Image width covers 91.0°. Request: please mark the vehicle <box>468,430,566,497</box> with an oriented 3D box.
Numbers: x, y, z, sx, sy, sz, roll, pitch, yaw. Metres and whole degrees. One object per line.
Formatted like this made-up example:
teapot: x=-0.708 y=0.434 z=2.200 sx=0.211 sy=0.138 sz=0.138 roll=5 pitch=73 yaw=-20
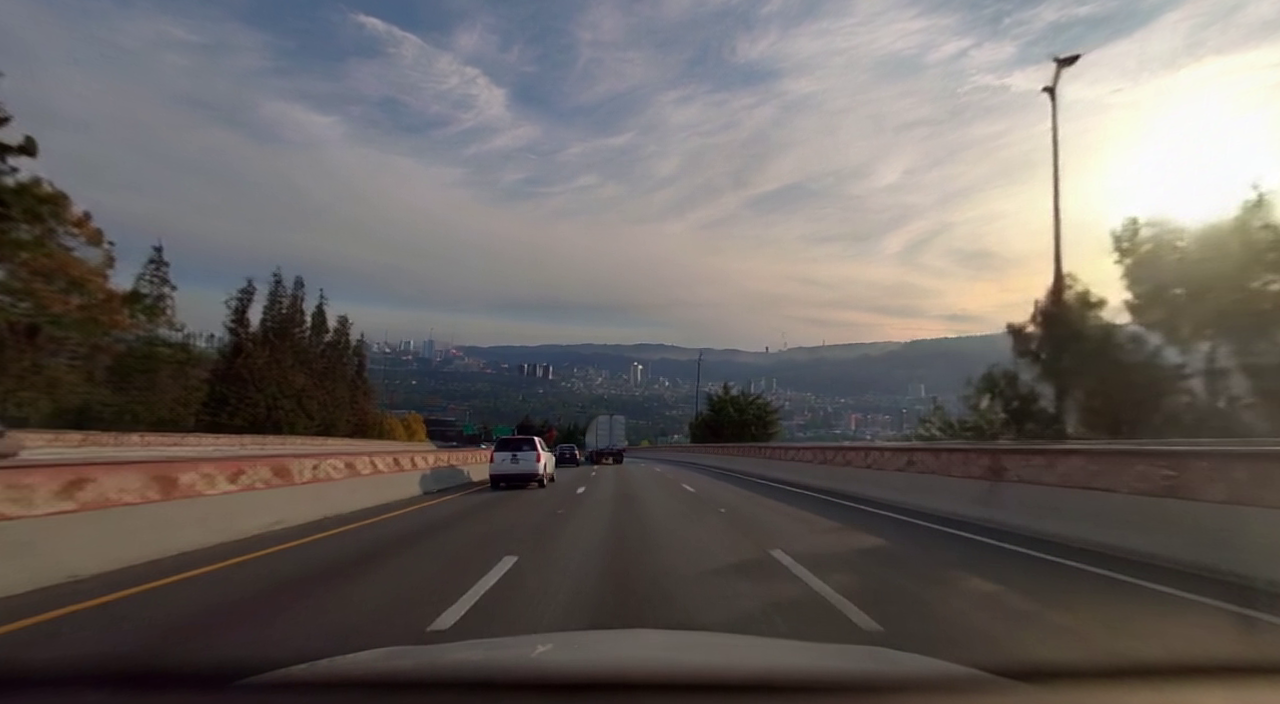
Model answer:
vehicle: x=-3.481 y=3.245 z=18.691 sx=2.041 sy=1.734 sz=4.391 roll=0 pitch=-9 yaw=0
